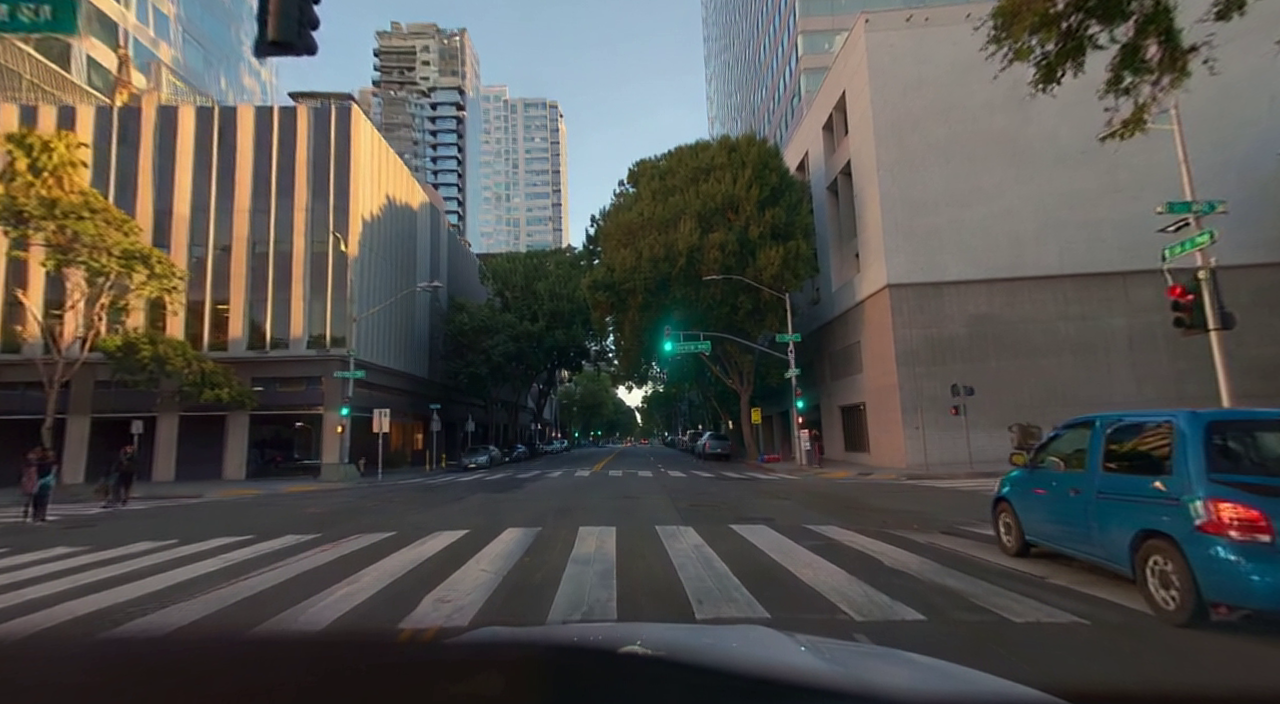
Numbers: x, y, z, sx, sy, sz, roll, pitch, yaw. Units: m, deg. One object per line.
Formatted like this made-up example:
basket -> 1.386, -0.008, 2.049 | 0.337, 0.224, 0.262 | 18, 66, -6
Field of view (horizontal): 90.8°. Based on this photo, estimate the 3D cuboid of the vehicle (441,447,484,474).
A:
vehicle -> -12.419, 7.568, 44.456 | 1.935, 1.639, 4.244 | -3, -8, -2

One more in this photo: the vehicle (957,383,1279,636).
vehicle -> 5.577, 1.399, 6.362 | 2.070, 1.804, 4.881 | 0, -8, -2
